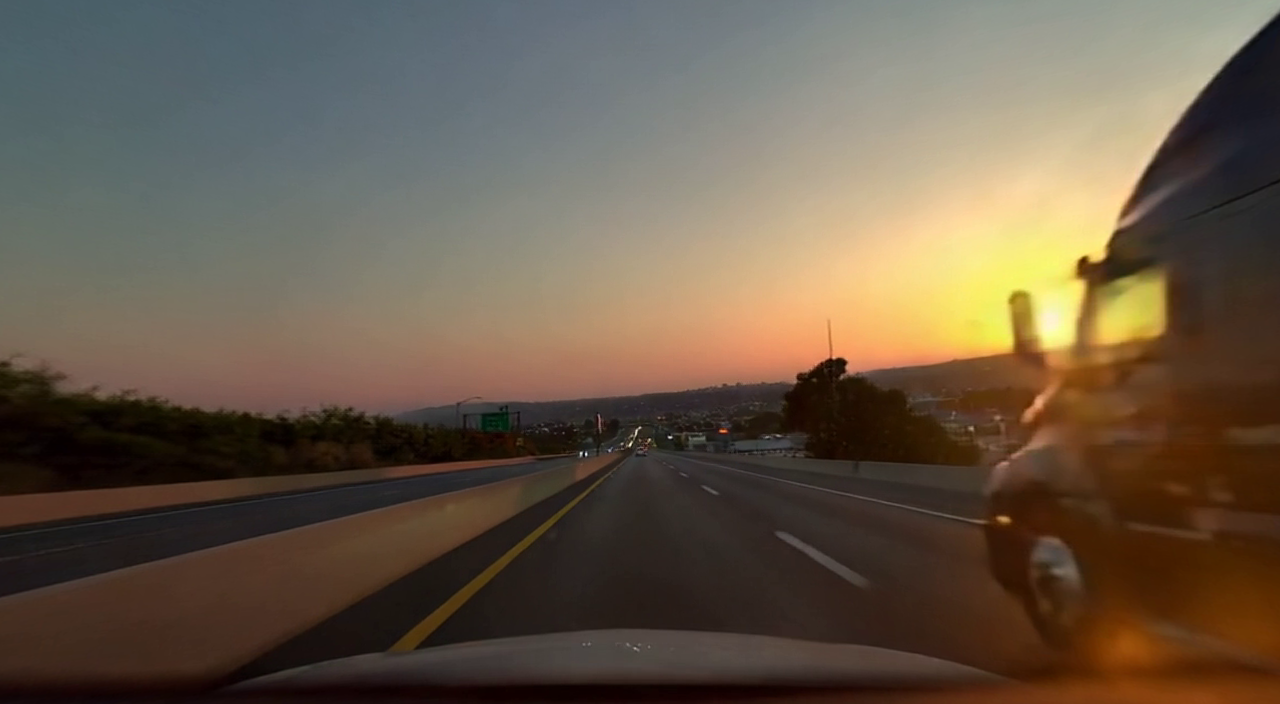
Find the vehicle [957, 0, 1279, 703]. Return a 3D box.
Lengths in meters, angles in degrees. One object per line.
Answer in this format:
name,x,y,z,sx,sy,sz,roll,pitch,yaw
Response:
vehicle,4.055,-0.326,1.958,2.974,3.950,5.747,0,-9,0
